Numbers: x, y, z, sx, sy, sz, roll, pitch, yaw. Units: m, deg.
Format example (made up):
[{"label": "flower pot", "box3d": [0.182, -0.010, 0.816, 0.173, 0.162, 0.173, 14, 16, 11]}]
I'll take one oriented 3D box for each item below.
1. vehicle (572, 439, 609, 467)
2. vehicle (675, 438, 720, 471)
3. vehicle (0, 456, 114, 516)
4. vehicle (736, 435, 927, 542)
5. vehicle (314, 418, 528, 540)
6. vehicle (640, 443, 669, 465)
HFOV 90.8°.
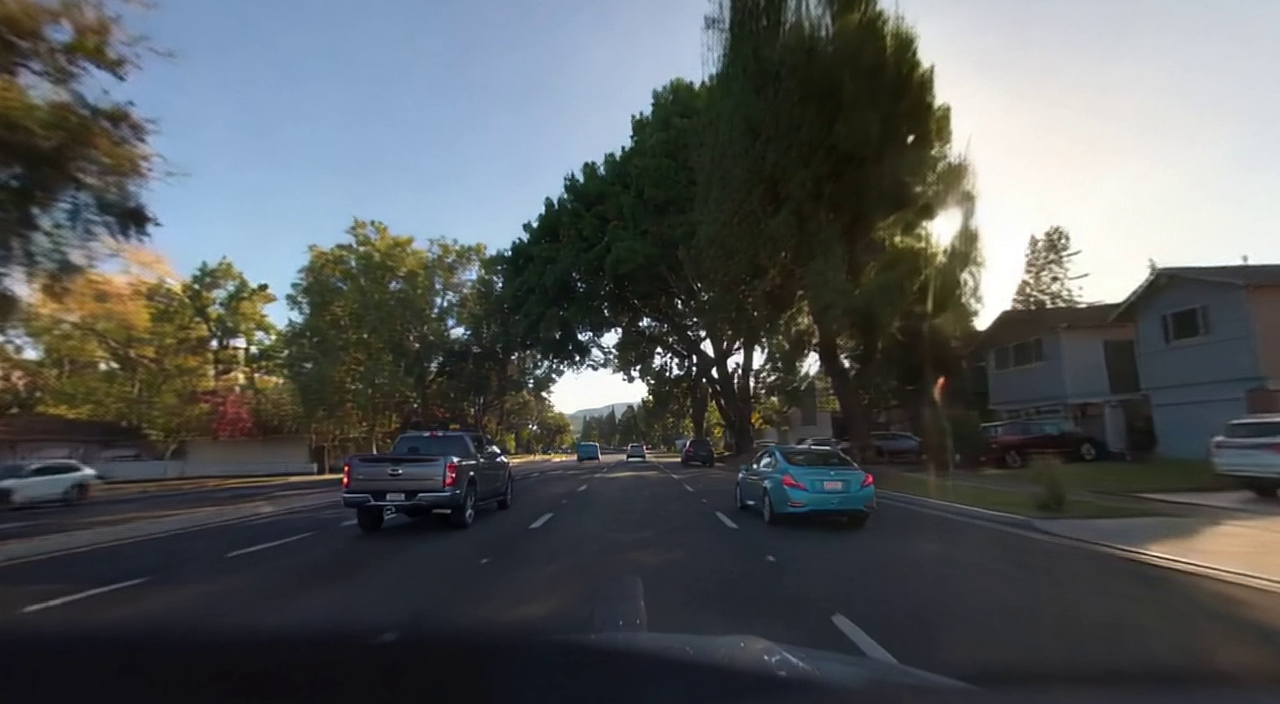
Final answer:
[{"label": "vehicle", "box3d": [-3.427, 7.047, 44.191, 2.218, 1.829, 4.492, 0, -8, 0]}, {"label": "vehicle", "box3d": [3.291, 5.994, 37.124, 2.099, 1.845, 4.363, 0, -8, -2]}, {"label": "vehicle", "box3d": [-18.308, 3.894, 18.619, 1.841, 1.554, 4.260, 0, -8, 1]}, {"label": "vehicle", "box3d": [2.983, 2.209, 10.917, 1.884, 1.463, 4.195, 0, -8, -1]}, {"label": "vehicle", "box3d": [-3.649, 2.232, 11.849, 2.111, 1.745, 5.274, 0, -8, 0]}, {"label": "vehicle", "box3d": [1.048, 7.877, 48.993, 1.997, 1.636, 3.760, 0, -8, -3]}]
